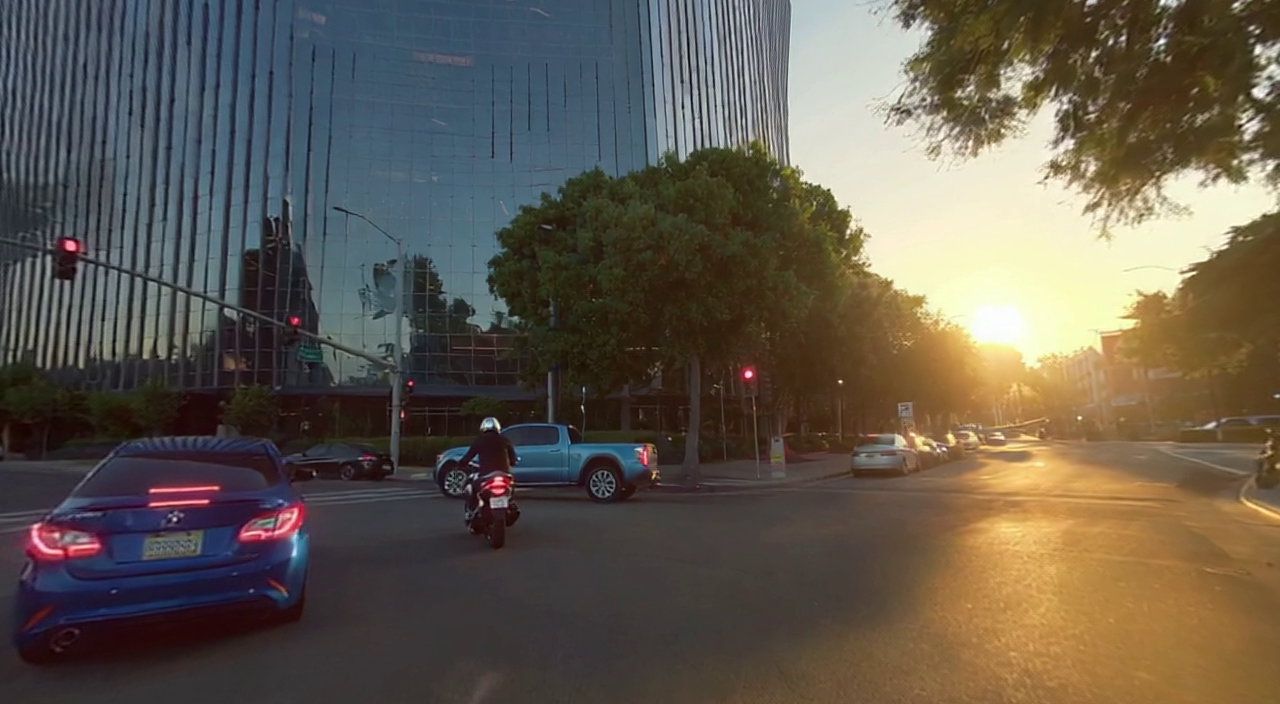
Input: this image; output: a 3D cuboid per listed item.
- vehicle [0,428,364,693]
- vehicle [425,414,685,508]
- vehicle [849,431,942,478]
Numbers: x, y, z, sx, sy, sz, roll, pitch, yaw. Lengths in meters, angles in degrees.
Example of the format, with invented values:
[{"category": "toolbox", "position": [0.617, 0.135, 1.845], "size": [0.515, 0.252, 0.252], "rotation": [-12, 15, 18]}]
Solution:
[{"category": "vehicle", "position": [-4.110, 1.484, 5.724], "size": [2.009, 1.450, 4.182], "rotation": [6, -10, -35]}, {"category": "vehicle", "position": [-2.068, 2.579, 15.333], "size": [5.833, 1.960, 2.341], "rotation": [2, -9, -17]}, {"category": "vehicle", "position": [10.146, 3.993, 24.844], "size": [2.084, 1.656, 4.583], "rotation": [-7, -11, 38]}]
